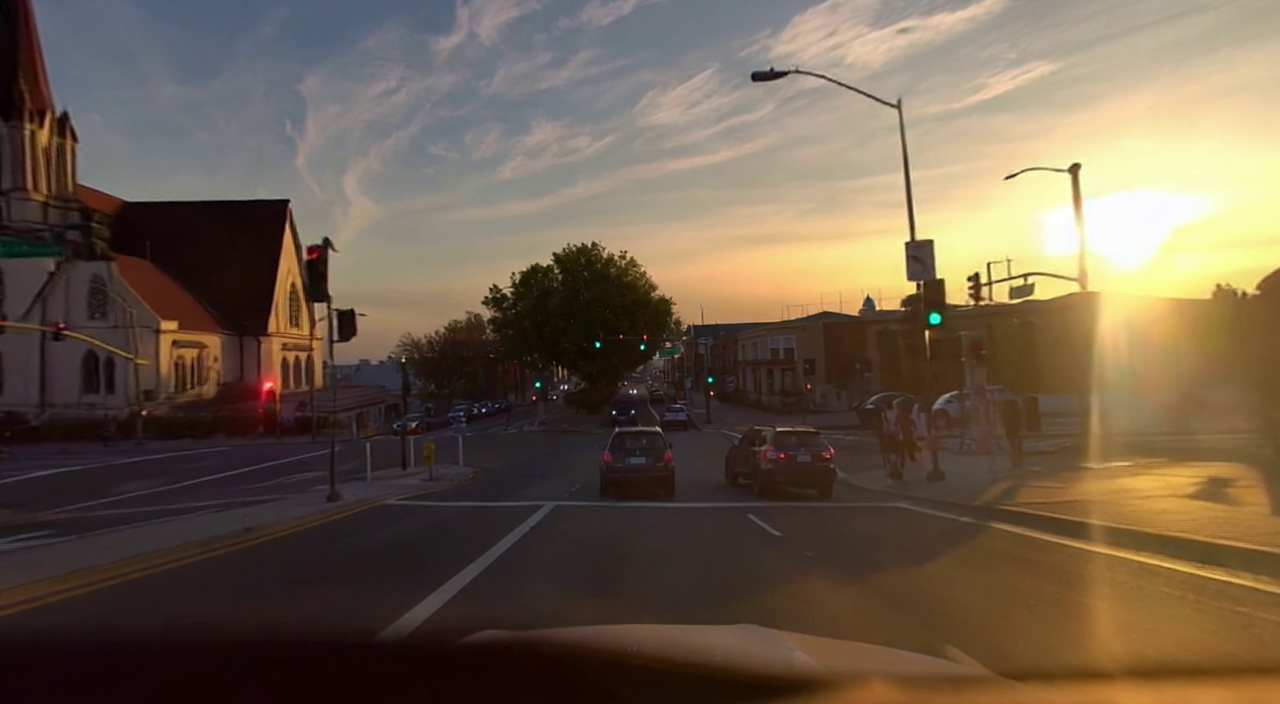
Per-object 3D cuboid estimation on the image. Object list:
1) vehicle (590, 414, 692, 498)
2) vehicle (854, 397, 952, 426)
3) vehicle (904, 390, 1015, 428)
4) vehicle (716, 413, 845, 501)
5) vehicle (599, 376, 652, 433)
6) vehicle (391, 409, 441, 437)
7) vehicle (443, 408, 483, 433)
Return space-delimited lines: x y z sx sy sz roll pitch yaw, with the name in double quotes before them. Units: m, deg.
"vehicle" -0.034 2.440 15.566 2.168 1.776 4.135 0 -6 -2
"vehicle" 14.564 3.307 35.172 4.488 1.475 2.083 0 -8 -3
"vehicle" 16.310 2.895 32.386 4.512 1.734 2.143 -2 -4 -4
"vehicle" 3.400 2.553 16.293 2.080 1.735 4.650 3 -5 -2
"vehicle" -1.050 3.267 39.413 2.930 3.209 8.154 0 -5 -3
"vehicle" -16.639 5.379 47.190 1.969 1.896 5.404 1 -9 -3
"vehicle" -13.663 5.352 48.990 2.069 1.790 4.358 1 -9 -3
